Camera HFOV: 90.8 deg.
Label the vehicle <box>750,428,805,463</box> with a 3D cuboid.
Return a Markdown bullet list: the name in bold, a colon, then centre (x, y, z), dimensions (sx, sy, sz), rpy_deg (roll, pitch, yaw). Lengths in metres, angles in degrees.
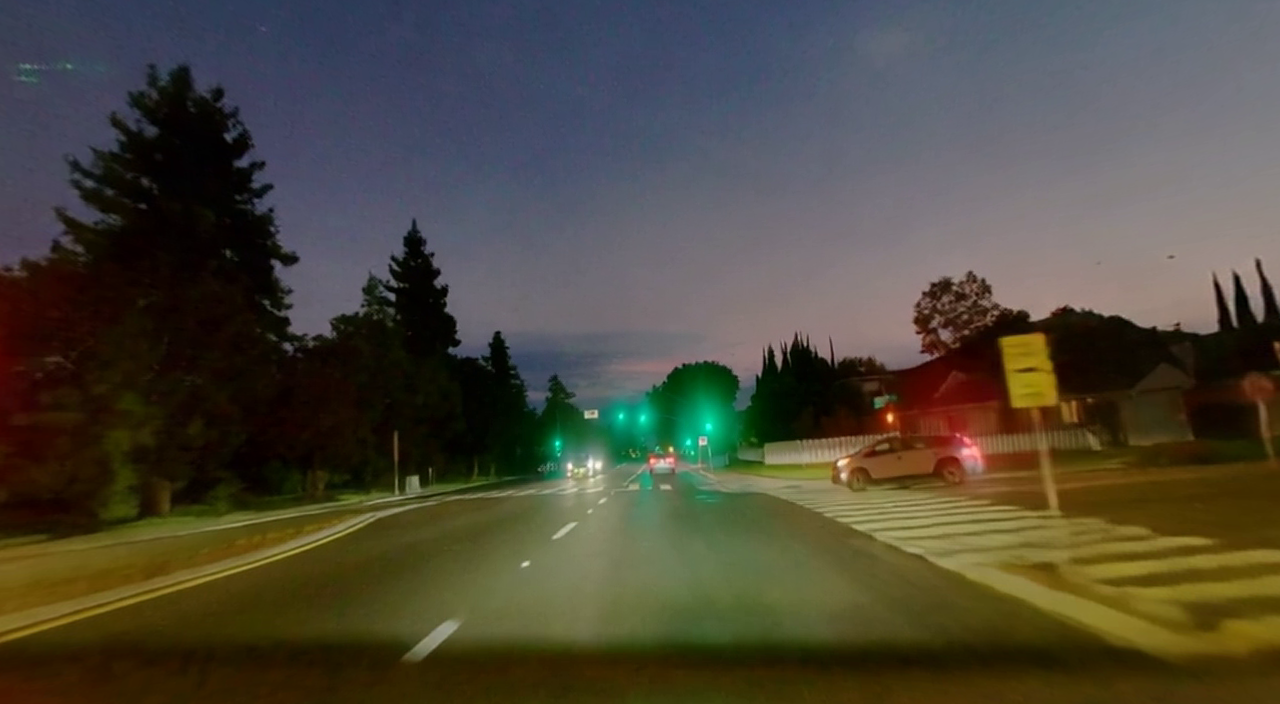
- **vehicle**: centre (9.530, 6.607, 44.405), dimensions (2.649, 2.151, 6.555), rpy_deg (-2, -9, 3)

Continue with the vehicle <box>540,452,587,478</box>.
- **vehicle**: centre (-4.608, 6.882, 38.789), dimensions (2.078, 1.467, 4.376), rpy_deg (-1, -9, 4)

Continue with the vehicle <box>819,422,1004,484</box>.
- **vehicle**: centre (8.215, 3.156, 19.684), dimensions (4.906, 1.729, 2.414), rpy_deg (-3, -10, 17)
